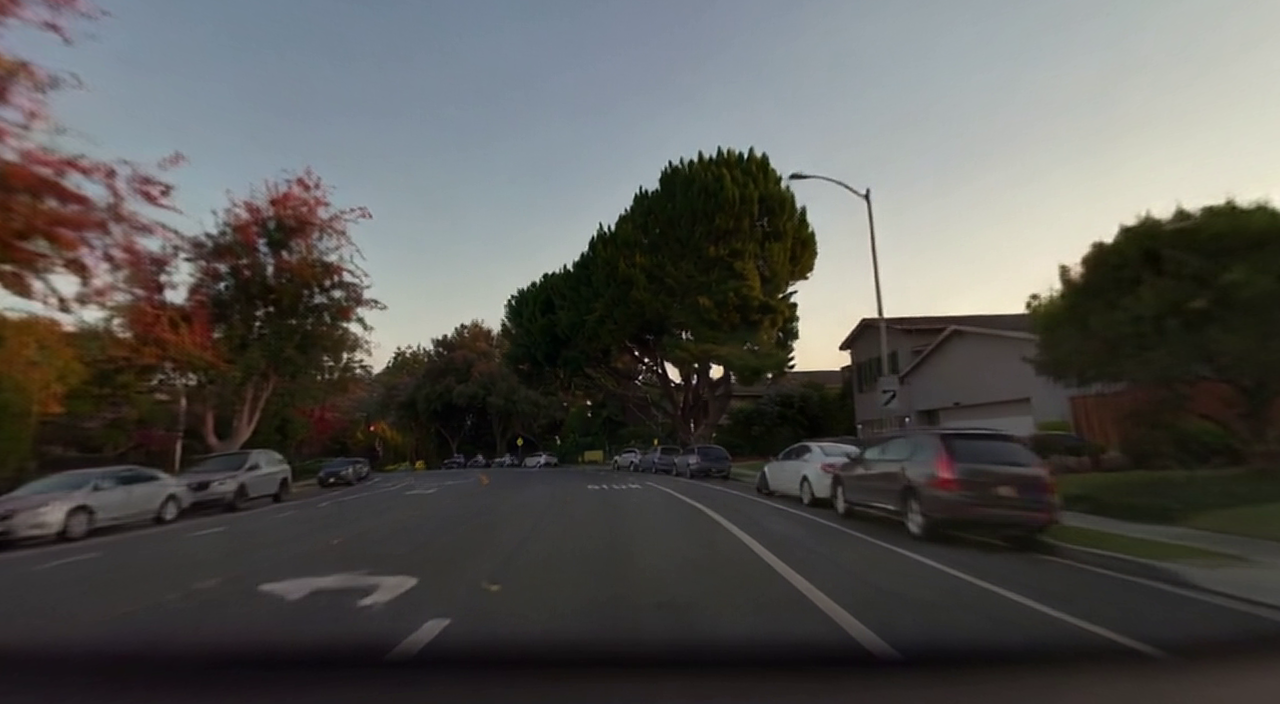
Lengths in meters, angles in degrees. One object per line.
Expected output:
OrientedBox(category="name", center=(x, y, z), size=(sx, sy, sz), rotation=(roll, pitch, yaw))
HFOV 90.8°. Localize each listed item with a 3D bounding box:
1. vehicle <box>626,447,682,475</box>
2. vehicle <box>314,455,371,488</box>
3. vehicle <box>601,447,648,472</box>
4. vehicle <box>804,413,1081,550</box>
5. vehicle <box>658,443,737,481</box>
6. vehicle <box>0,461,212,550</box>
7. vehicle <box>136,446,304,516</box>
OrientedBox(category="vehicle", center=(0.740, 6.142, 35.964), size=(1.844, 1.485, 4.193), rotation=(3, -9, -19))
OrientedBox(category="vehicle", center=(-15.124, 6.040, 32.340), size=(1.943, 1.476, 4.714), rotation=(3, -9, -17))
OrientedBox(category="vehicle", center=(-1.071, 7.013, 41.472), size=(1.875, 1.514, 4.047), rotation=(3, -9, -19))
OrientedBox(category="vehicle", center=(4.623, 2.065, 10.728), size=(2.184, 1.770, 4.651), rotation=(1, -9, -3))
OrientedBox(category="vehicle", center=(2.546, 5.070, 29.345), size=(2.367, 1.614, 4.463), rotation=(2, -9, -12))
OrientedBox(category="vehicle", center=(-11.746, 3.132, 13.599), size=(2.012, 1.478, 4.661), rotation=(1, -9, -4))
OrientedBox(category="vehicle", center=(-12.234, 3.732, 18.901), size=(2.107, 1.810, 4.708), rotation=(1, -9, -6))
